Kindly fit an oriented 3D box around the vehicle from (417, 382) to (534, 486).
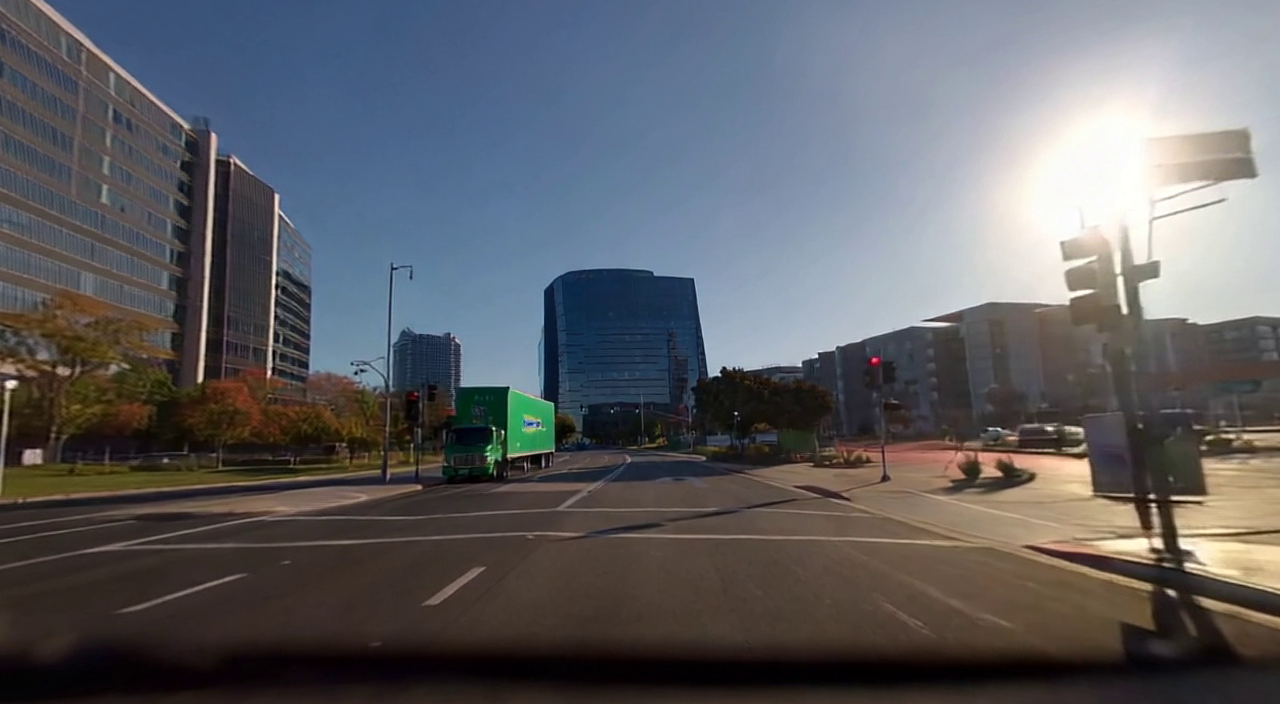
[{"bbox_3d":[-7.109,3.787,28.731,3.053,4.058,8.110,0,-9,0],"label":"vehicle"}]
